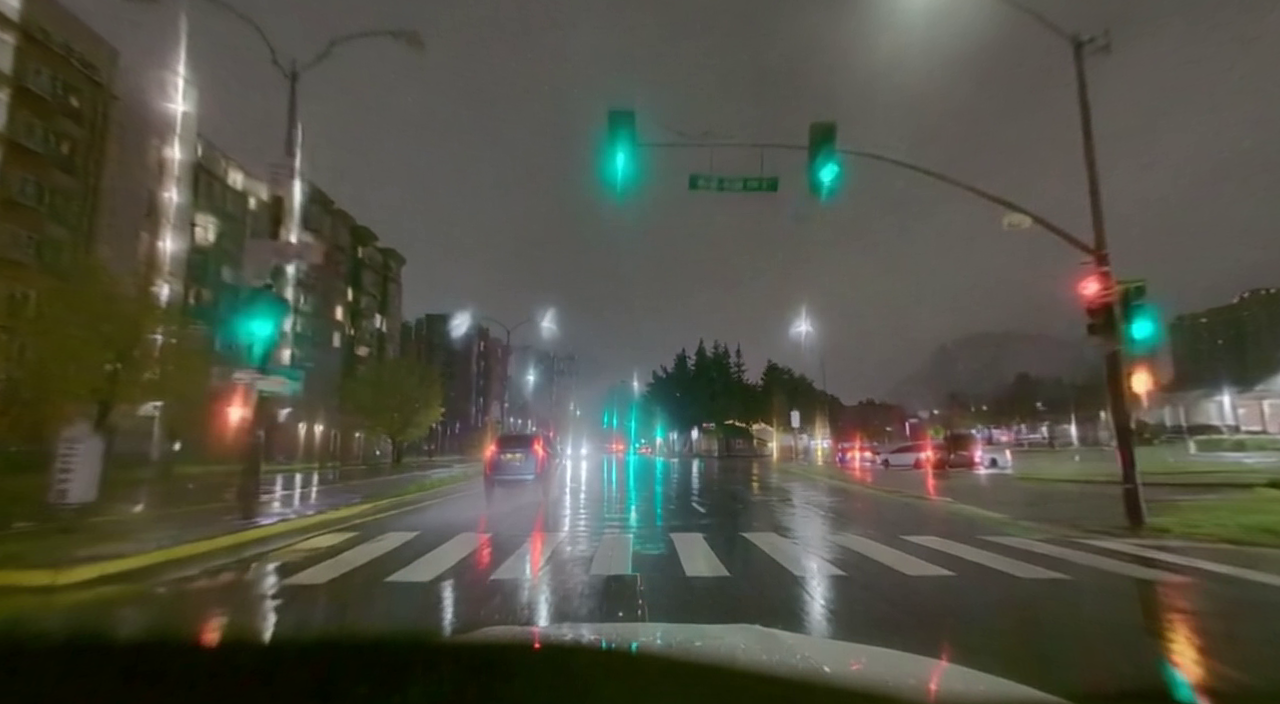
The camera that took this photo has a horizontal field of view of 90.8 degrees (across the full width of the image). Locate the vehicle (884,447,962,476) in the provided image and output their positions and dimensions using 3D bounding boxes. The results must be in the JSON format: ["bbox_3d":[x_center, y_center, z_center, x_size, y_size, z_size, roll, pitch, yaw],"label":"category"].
[{"bbox_3d":[16.840,6.540,37.718,3.757,1.383,1.817,-2,-5,-3],"label":"vehicle"}]

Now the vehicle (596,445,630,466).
[{"bbox_3d":[-2.027,7.480,45.755,2.095,1.438,3.843,1,-8,-8],"label":"vehicle"}]

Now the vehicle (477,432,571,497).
[{"bbox_3d":[-3.402,3.401,19.499,2.116,1.725,4.315,0,-8,0],"label":"vehicle"}]
